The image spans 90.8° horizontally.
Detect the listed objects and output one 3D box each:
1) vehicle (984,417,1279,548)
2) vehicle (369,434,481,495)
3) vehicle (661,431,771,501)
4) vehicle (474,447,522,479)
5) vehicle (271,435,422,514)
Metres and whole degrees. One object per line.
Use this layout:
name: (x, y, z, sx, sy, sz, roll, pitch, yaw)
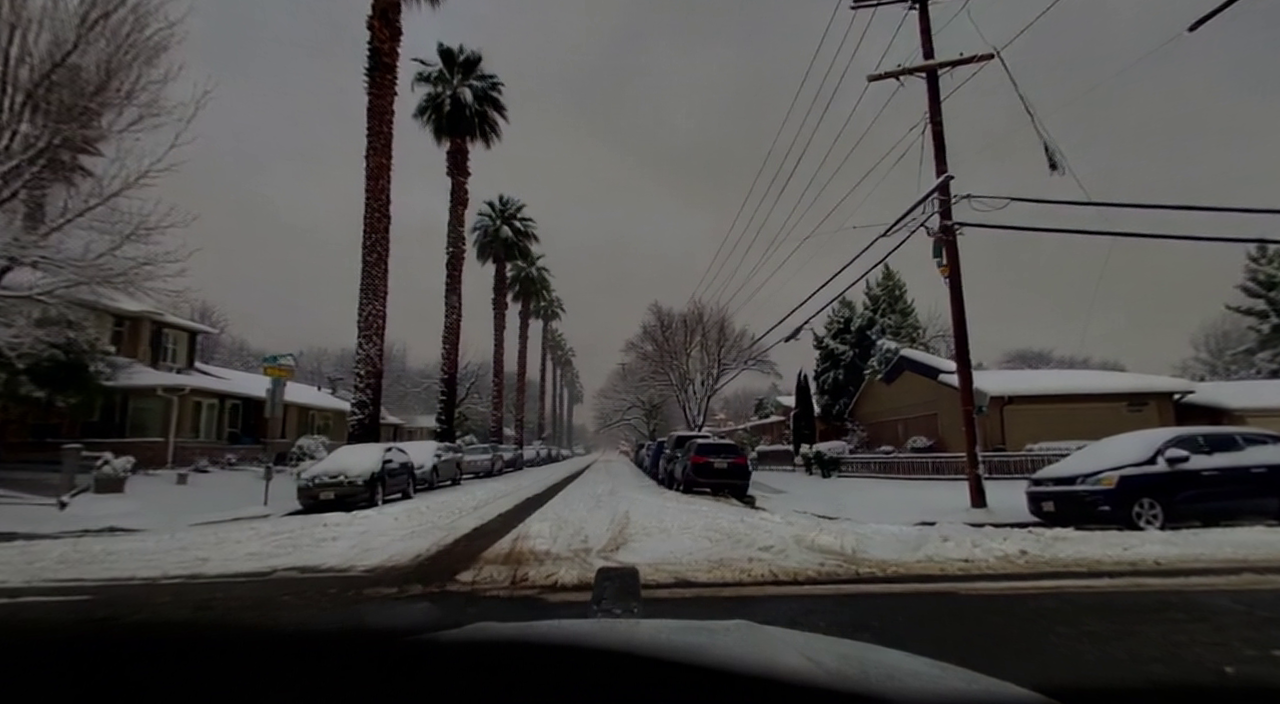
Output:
vehicle: (10.003, 2.268, 11.635, 5.971, 1.967, 2.385, -1, -9, -6)
vehicle: (-7.703, 4.110, 23.482, 2.301, 1.939, 6.143, 0, -9, -3)
vehicle: (2.199, 3.592, 20.426, 2.505, 1.895, 5.805, 1, -9, -4)
vehicle: (-8.820, 6.886, 39.653, 2.178, 1.865, 4.658, 0, -9, -3)
vehicle: (-7.365, 3.089, 16.479, 2.198, 1.724, 4.493, 1, -9, -6)
